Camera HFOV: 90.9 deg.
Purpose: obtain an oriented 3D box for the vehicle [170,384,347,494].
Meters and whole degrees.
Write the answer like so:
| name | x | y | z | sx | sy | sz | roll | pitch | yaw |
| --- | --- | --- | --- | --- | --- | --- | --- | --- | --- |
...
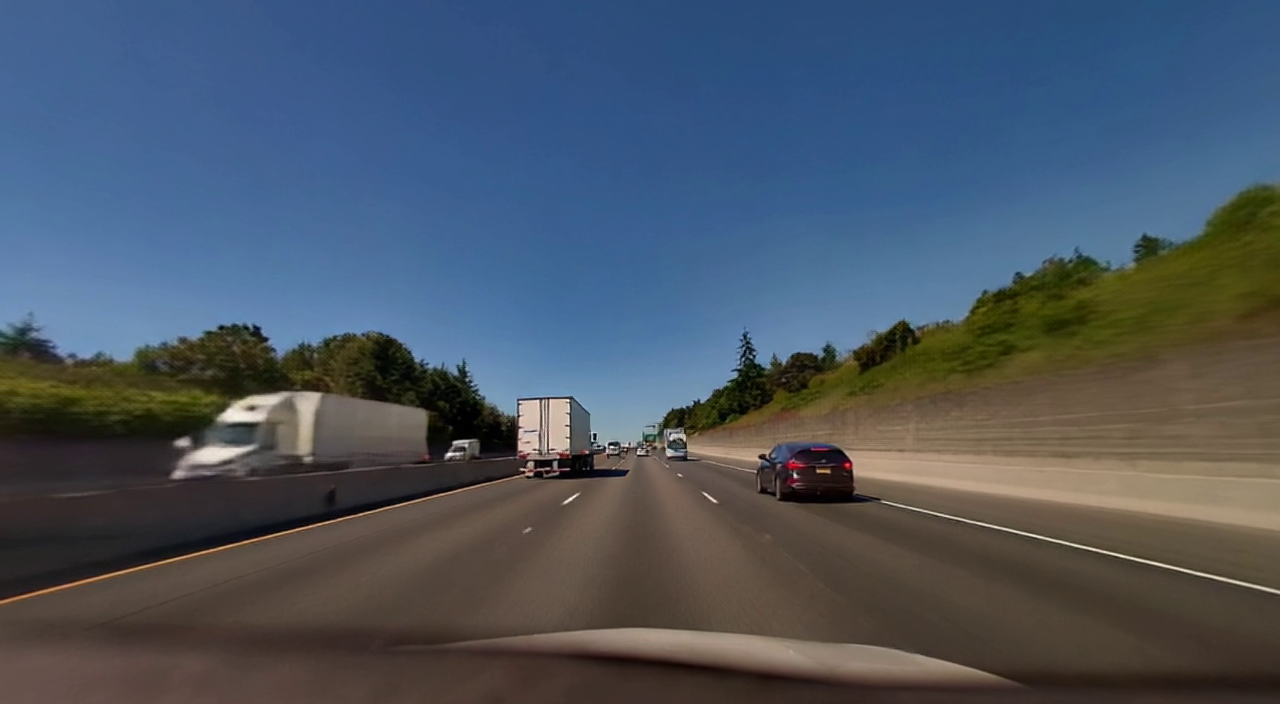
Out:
| name | x | y | z | sx | sy | sz | roll | pitch | yaw |
| --- | --- | --- | --- | --- | --- | --- | --- | --- | --- |
| vehicle | -15.130 | 3.589 | 25.781 | 3.079 | 3.910 | 6.429 | 0 | -9 | 0 |

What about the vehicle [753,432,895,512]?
| name | x | y | z | sx | sy | sz | roll | pitch | yaw |
| --- | --- | --- | --- | --- | --- | --- | --- | --- | --- |
| vehicle | 4.008 | 2.695 | 14.529 | 1.983 | 1.545 | 4.038 | 0 | -9 | -1 |

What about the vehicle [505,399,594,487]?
| name | x | y | z | sx | sy | sz | roll | pitch | yaw |
| --- | --- | --- | --- | --- | --- | --- | --- | --- | --- |
| vehicle | -3.539 | 3.824 | 26.330 | 2.667 | 3.195 | 6.731 | 0 | -9 | 0 |
